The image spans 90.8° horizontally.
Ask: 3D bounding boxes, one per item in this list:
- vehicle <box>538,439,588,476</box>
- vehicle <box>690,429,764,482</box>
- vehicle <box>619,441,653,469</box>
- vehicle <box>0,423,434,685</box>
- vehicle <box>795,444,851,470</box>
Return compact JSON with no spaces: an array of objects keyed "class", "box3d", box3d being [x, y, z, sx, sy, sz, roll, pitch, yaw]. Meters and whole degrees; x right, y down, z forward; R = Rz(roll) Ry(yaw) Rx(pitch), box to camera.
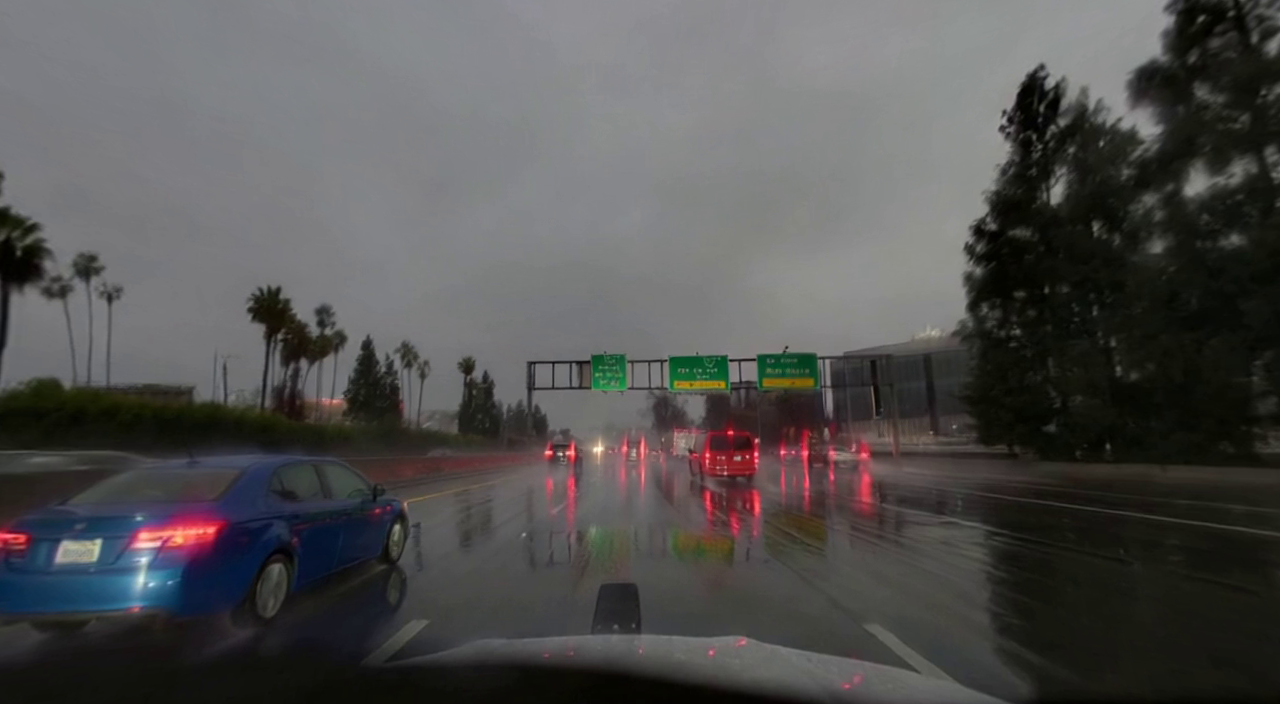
[{"class":"vehicle","box3d":[-4.049,5.641,33.965,2.109,1.793,4.613,0,-9,0]},{"class":"vehicle","box3d":[3.624,4.492,27.682,2.250,2.074,5.723,0,-9,-2]},{"class":"vehicle","box3d":[-0.302,7.016,43.135,2.212,1.786,4.198,0,-9,-1]},{"class":"vehicle","box3d":[-3.638,1.481,5.830,1.991,1.469,4.381,0,-9,0]},{"class":"vehicle","box3d":[11.628,6.733,40.597,2.010,1.535,4.980,0,-9,-1]}]
